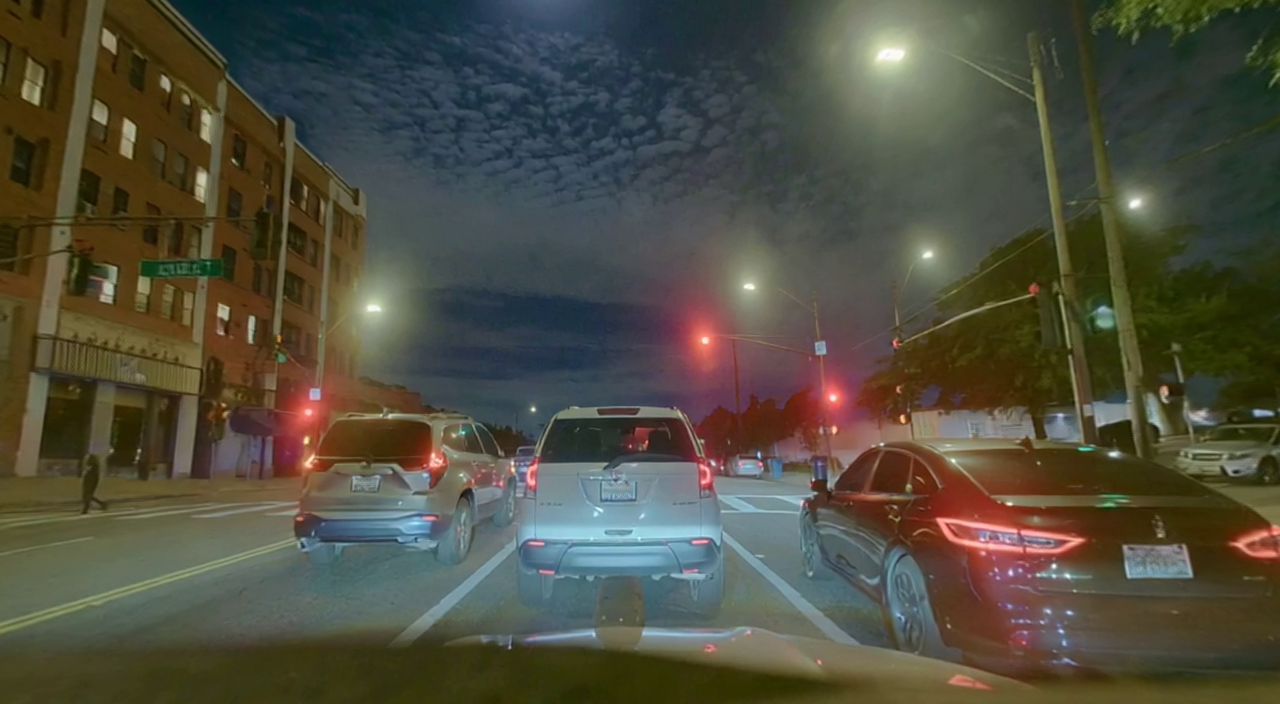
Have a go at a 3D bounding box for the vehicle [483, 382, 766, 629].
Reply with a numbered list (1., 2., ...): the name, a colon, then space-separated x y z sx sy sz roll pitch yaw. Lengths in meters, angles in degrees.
1. vehicle: -0.111 1.482 7.079 2.105 1.842 4.537 0 -8 0

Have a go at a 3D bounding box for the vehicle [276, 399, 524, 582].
1. vehicle: -2.796 1.702 8.530 1.855 1.812 4.244 0 -8 -3

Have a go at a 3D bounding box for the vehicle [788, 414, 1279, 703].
1. vehicle: 2.589 1.308 4.797 1.852 1.462 4.155 0 -8 -1
